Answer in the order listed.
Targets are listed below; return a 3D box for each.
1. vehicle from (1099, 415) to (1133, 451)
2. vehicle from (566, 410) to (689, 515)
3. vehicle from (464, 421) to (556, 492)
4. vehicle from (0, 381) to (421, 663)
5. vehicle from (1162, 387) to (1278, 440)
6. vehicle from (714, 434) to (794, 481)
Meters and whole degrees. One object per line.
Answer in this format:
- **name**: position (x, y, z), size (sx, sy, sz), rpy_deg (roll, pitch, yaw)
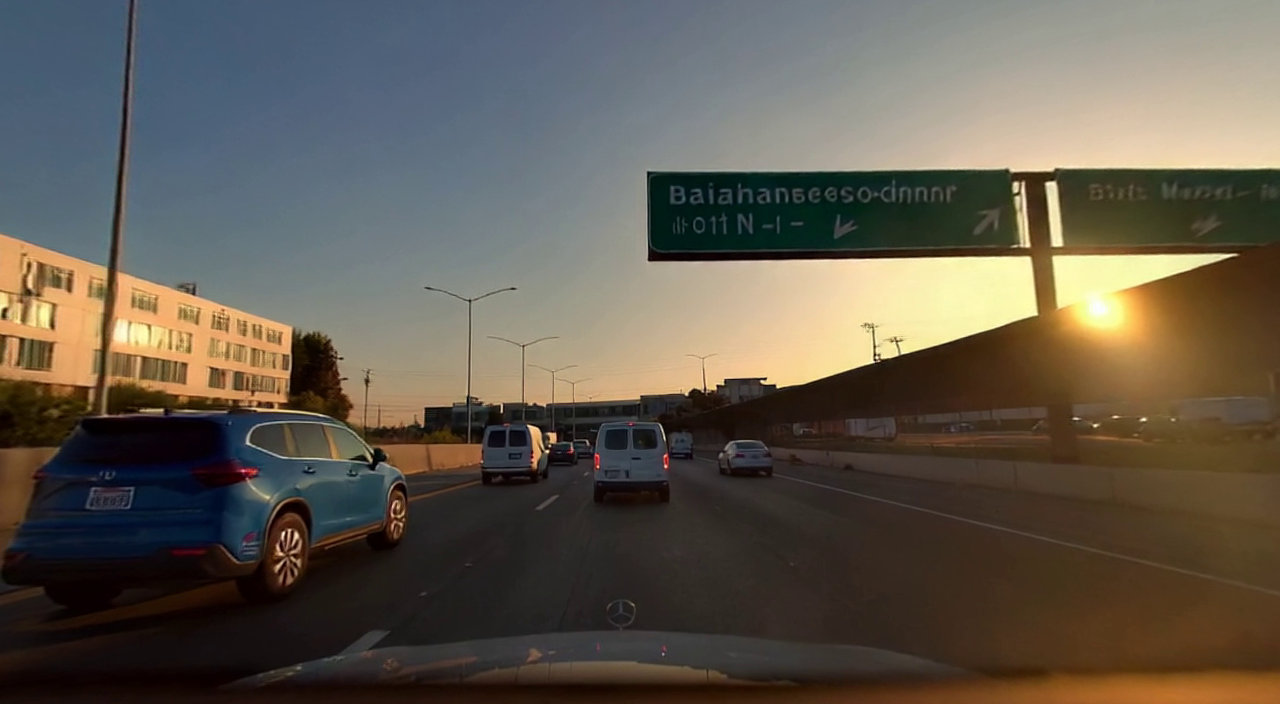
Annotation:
- **vehicle**: position (30.771, 5.234, 40.712), size (1.480, 2.238, 1.864), rpy_deg (-6, -10, 35)
- **vehicle**: position (-0.300, 2.361, 13.960), size (2.304, 1.925, 4.282), rpy_deg (0, -8, -2)
- **vehicle**: position (-3.928, 3.234, 19.828), size (2.038, 1.936, 4.300), rpy_deg (0, -8, -1)
- **vehicle**: position (-3.844, 1.344, 6.077), size (1.972, 1.703, 4.333), rpy_deg (0, -8, -1)
- **vehicle**: position (36.267, 3.959, 39.623), size (2.528, 3.094, 4.804), rpy_deg (-1, -8, 1)
- **vehicle**: position (3.967, 3.724, 22.521), size (1.999, 1.494, 3.833), rpy_deg (0, -8, -2)
